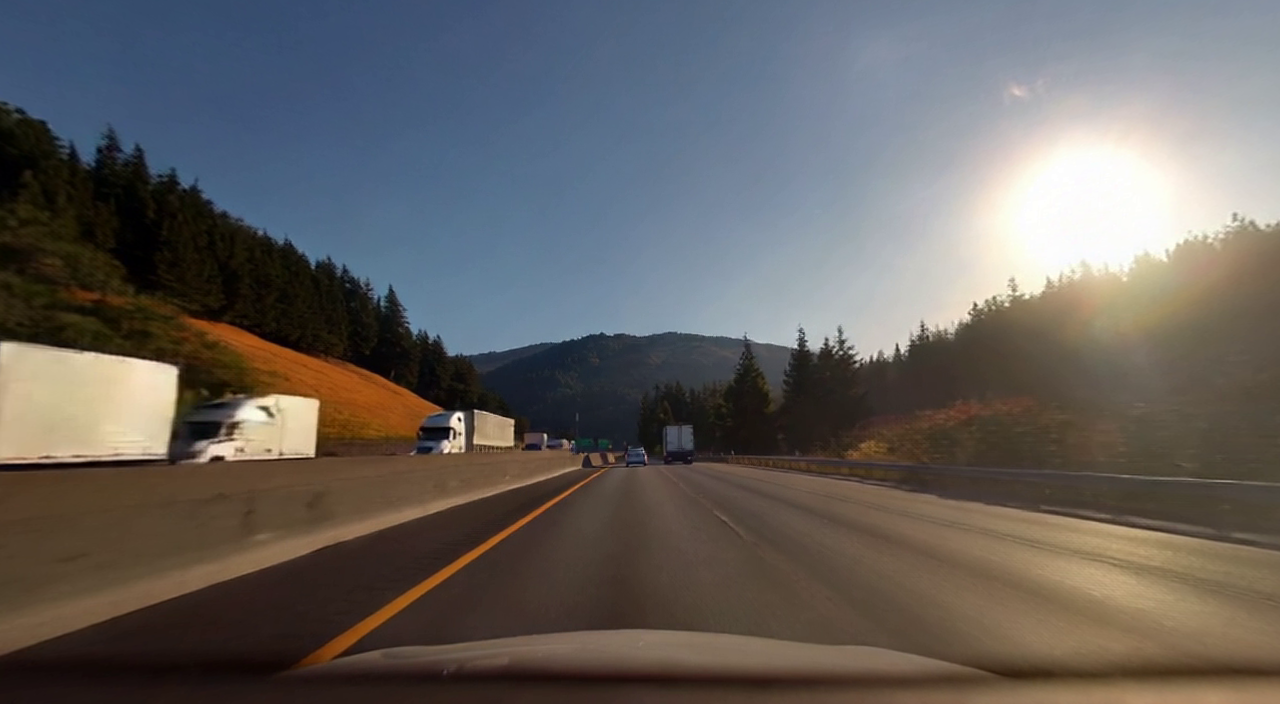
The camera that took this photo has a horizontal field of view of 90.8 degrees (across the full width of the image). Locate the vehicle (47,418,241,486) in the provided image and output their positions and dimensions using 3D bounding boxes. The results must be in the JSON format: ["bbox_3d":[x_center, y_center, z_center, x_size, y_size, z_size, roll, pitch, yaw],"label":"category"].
[{"bbox_3d":[-12.717,2.599,16.549,2.082,1.570,3.684,0,-9,-1],"label":"vehicle"}]

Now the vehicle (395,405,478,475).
[{"bbox_3d":[-12.426,5.489,39.268,2.951,3.988,6.237,0,-9,0],"label":"vehicle"}]

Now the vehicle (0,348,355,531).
[{"bbox_3d":[-12.754,2.665,18.961,2.668,3.618,12.856,0,-9,-1],"label":"vehicle"}]
